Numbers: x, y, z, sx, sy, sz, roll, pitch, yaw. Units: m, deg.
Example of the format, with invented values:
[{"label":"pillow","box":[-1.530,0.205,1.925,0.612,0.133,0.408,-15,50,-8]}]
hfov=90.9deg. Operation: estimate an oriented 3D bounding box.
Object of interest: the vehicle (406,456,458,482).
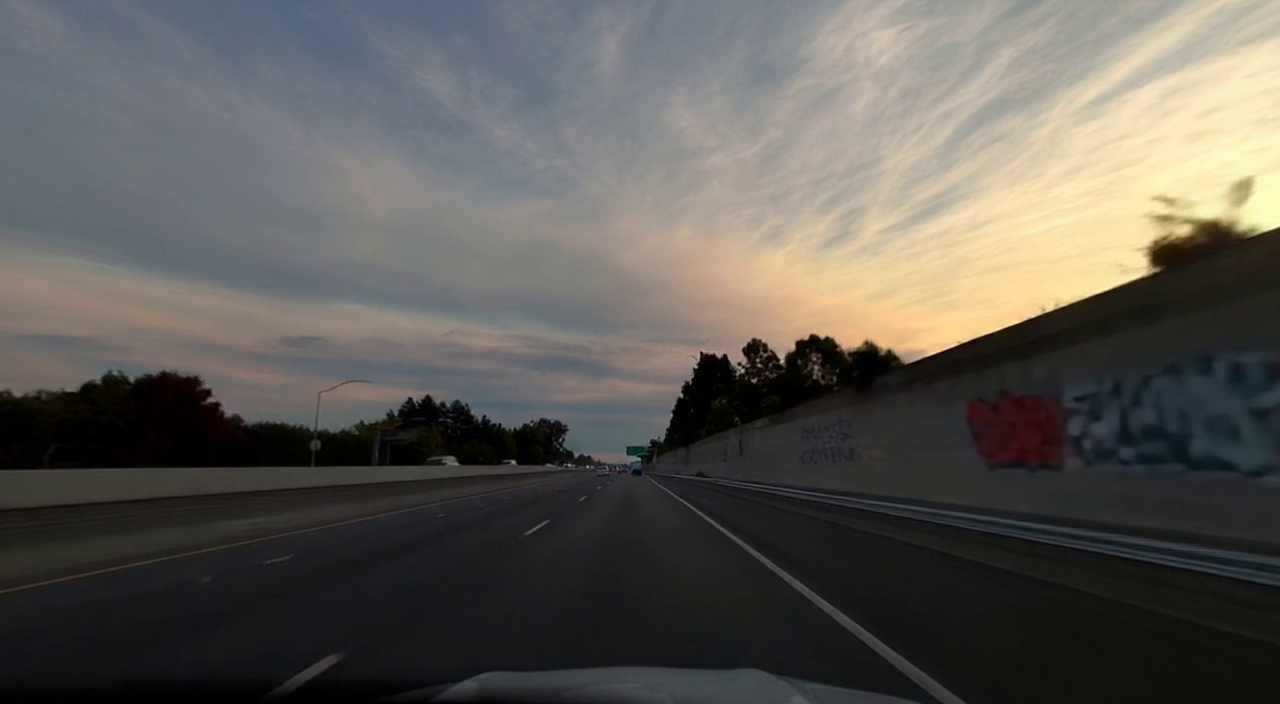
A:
[{"label":"vehicle","box":[-13.279,7.514,40.466,1.929,1.496,4.012,1,-11,1]}]
